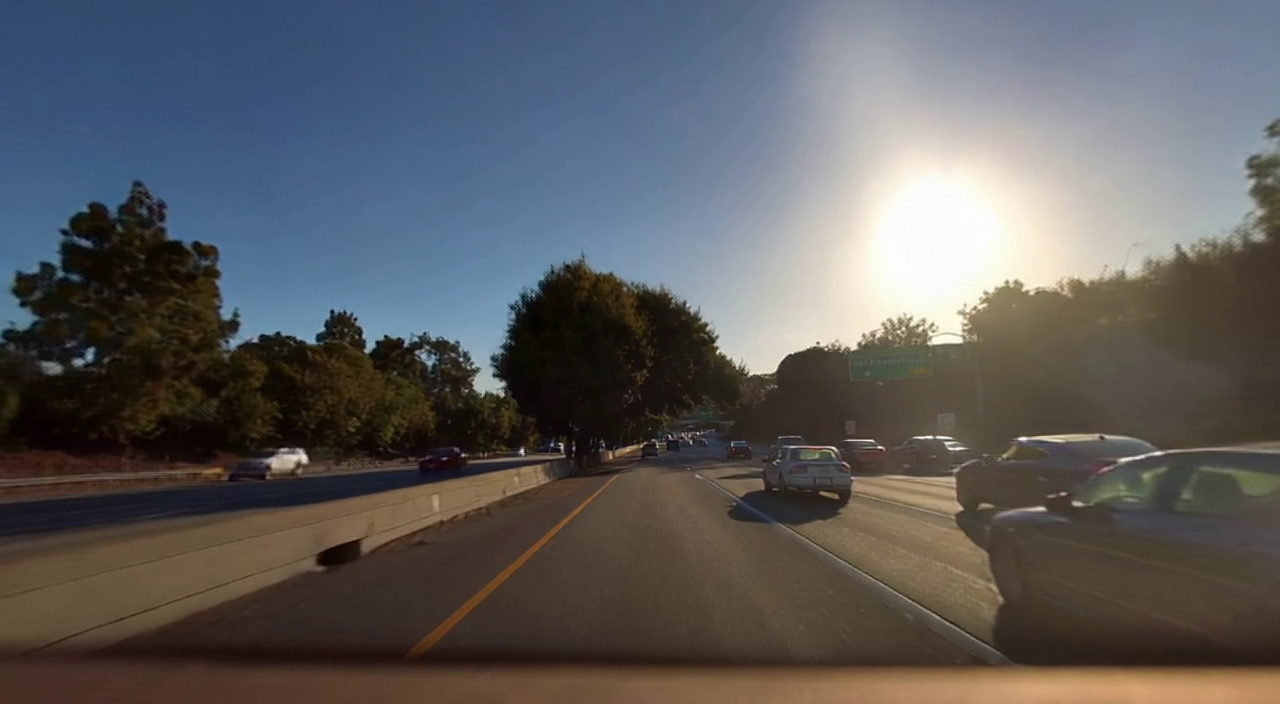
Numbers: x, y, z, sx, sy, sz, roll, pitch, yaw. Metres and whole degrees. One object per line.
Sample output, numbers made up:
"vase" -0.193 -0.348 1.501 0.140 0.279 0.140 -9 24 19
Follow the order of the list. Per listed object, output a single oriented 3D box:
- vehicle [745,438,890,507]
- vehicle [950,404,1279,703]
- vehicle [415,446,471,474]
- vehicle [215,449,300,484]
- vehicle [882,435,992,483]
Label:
"vehicle" 4.284 2.994 16.256 2.223 1.483 5.075 0 -8 0
"vehicle" 3.463 0.940 2.388 2.198 1.467 4.675 0 -8 0
"vehicle" -12.825 7.014 41.350 2.123 1.698 4.656 0 -8 0
"vehicle" -21.130 6.318 35.076 1.945 1.756 4.348 0 -8 0
"vehicle" 11.541 4.161 24.939 1.954 1.685 4.935 0 -8 0
